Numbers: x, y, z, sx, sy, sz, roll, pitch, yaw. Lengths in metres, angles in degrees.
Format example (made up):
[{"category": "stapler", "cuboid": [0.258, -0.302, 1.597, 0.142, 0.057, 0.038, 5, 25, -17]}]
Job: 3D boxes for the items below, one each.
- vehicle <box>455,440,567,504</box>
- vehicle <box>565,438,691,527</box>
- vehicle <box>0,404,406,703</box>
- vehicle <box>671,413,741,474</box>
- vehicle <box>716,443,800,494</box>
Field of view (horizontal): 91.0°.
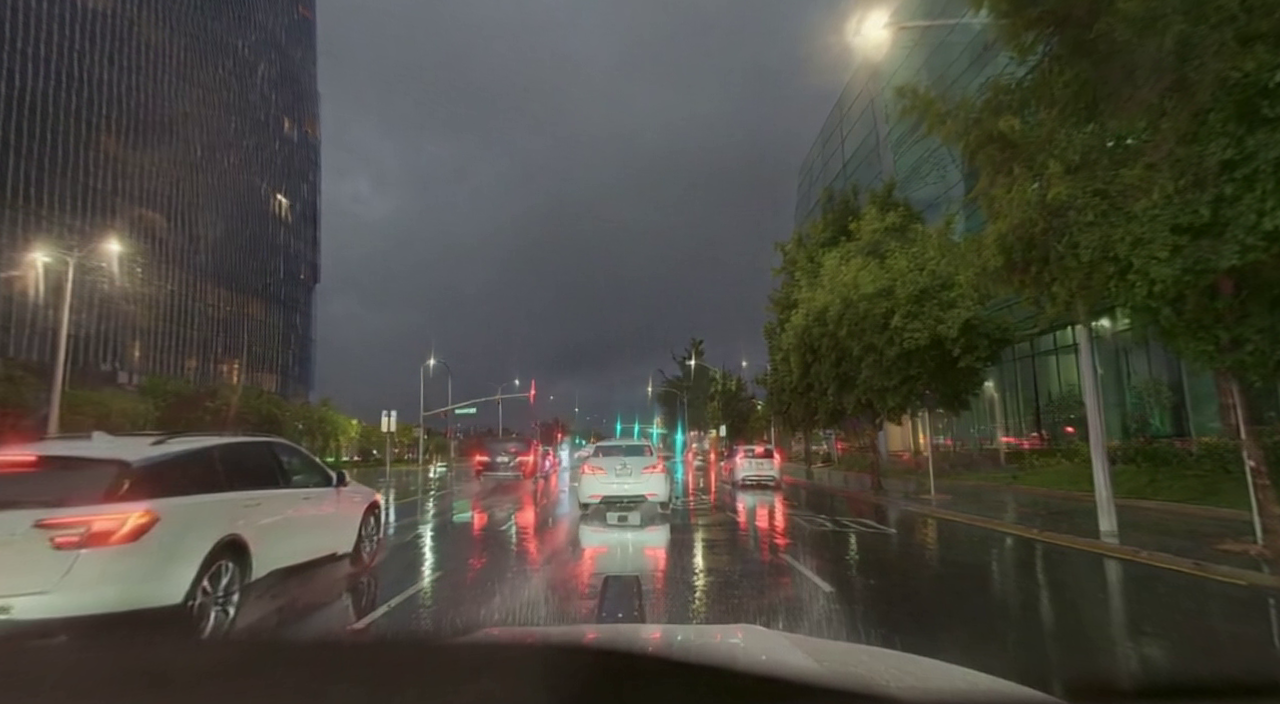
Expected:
[{"category": "vehicle", "cuboid": [-3.351, 3.217, 17.405, 2.044, 1.508, 4.479, 0, -9, 1]}, {"category": "vehicle", "cuboid": [-0.165, 2.575, 13.089, 2.174, 1.509, 4.374, 0, -9, 1]}, {"category": "vehicle", "cuboid": [-3.630, 1.318, 5.065, 1.933, 1.520, 4.195, 0, -9, -1]}, {"category": "vehicle", "cuboid": [3.917, 5.934, 40.709, 3.074, 3.316, 12.953, 0, -9, 0]}, {"category": "vehicle", "cuboid": [3.858, 3.879, 21.339, 1.940, 1.514, 4.187, 0, -9, -1]}]
